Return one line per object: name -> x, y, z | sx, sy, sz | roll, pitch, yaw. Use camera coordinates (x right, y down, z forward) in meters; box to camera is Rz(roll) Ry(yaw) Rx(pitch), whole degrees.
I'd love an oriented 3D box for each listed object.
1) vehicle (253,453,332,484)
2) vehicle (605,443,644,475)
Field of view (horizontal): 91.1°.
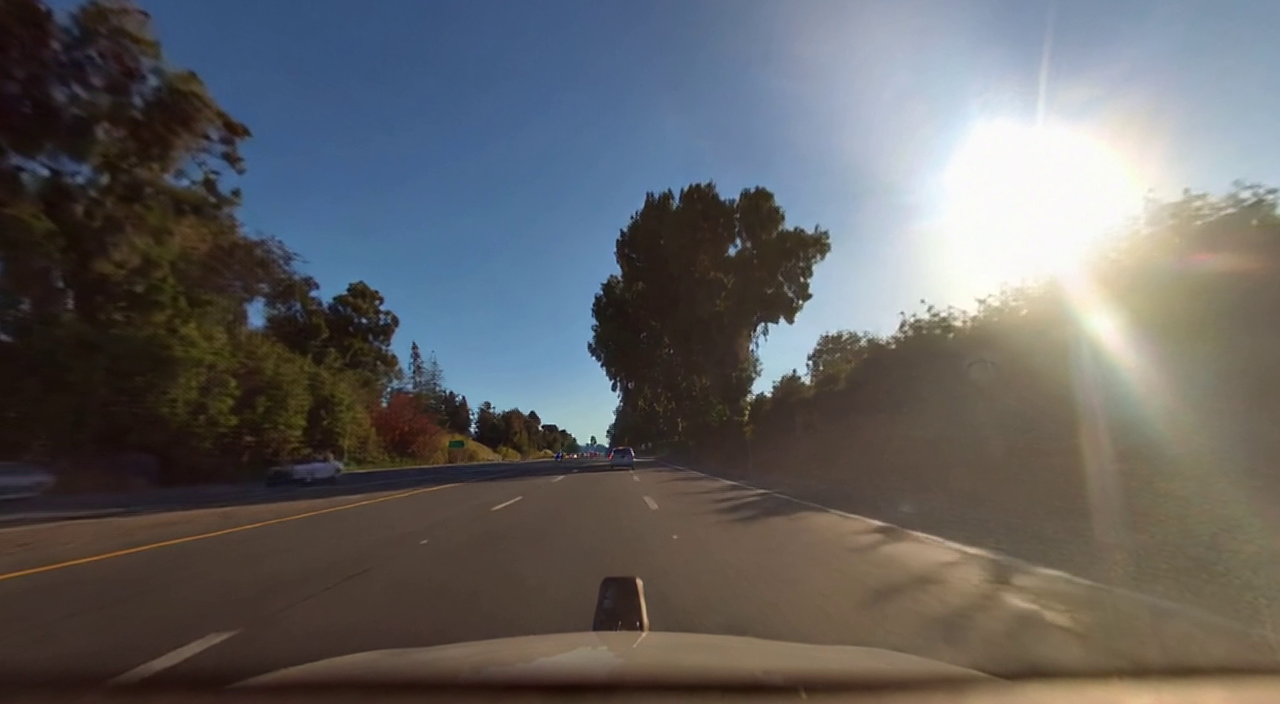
vehicle -> -18.318, 6.141, 33.344 | 1.856, 1.463, 4.226 | 0, -9, -1
vehicle -> -0.837, 6.157, 36.334 | 2.120, 1.715, 4.153 | 0, -9, 0
